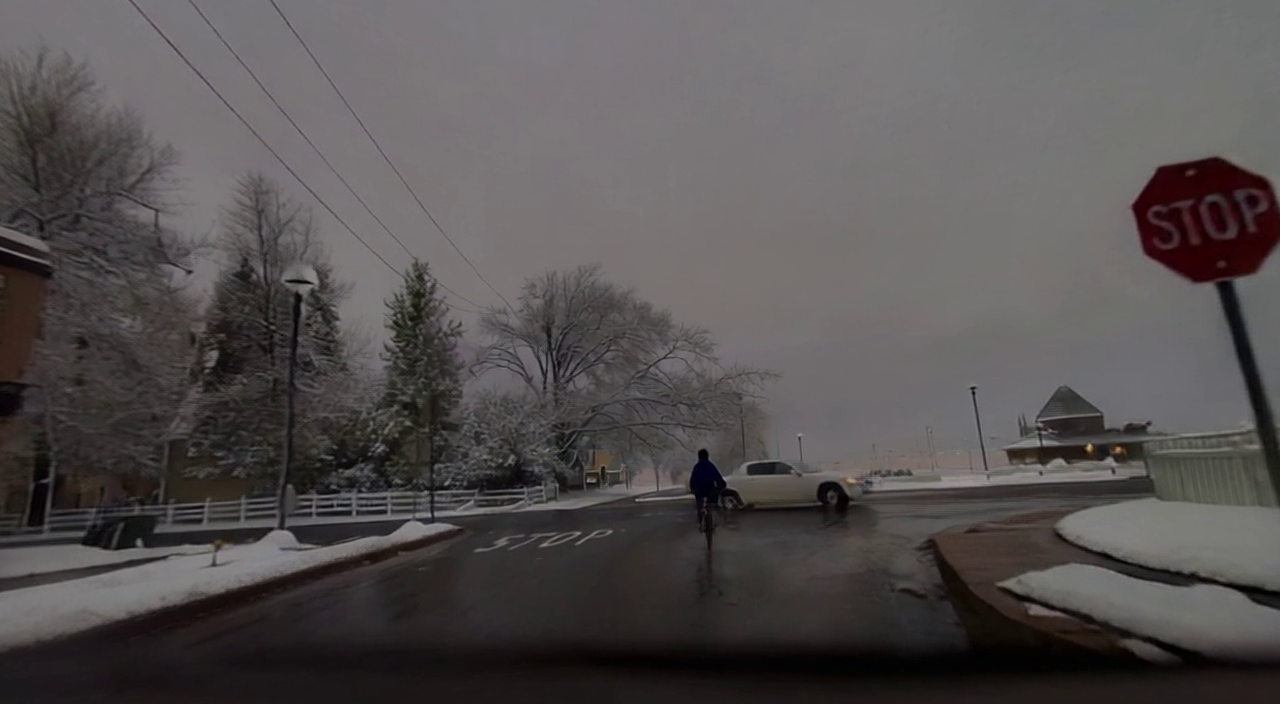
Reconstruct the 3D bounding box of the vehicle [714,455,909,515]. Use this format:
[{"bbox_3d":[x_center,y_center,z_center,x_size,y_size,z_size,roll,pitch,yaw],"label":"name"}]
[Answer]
[{"bbox_3d":[4.920,3.861,18.958,2.112,1.479,5.323,7,-11,-40],"label":"vehicle"}]
